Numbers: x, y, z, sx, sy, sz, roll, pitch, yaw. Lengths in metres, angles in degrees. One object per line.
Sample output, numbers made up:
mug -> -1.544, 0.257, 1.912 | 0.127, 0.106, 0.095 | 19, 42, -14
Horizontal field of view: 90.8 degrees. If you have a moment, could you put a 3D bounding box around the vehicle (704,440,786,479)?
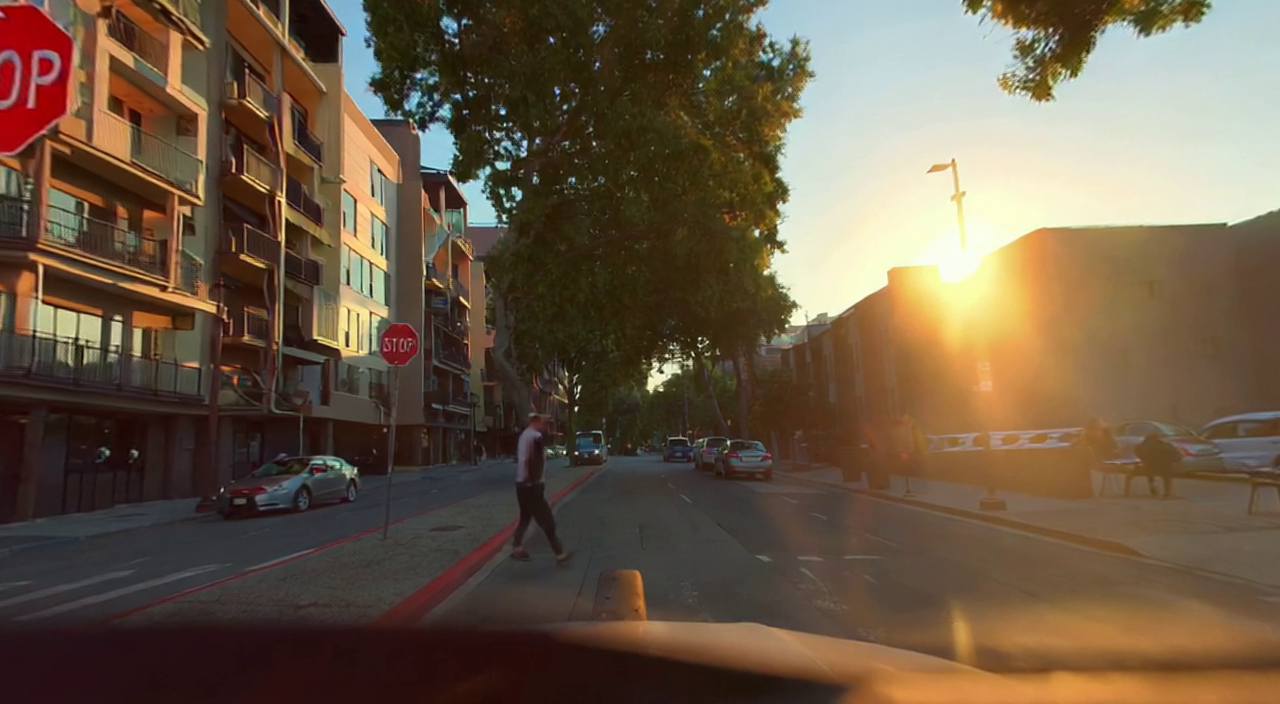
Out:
vehicle -> 4.590, 4.565, 27.113 | 1.858, 1.491, 4.329 | -5, -10, 33

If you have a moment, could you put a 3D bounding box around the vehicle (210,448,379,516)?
vehicle -> -8.799, 3.305, 16.638 | 2.007, 1.503, 4.343 | 0, -8, -1

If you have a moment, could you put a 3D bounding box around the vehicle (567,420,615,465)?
vehicle -> -2.994, 5.767, 40.218 | 2.317, 2.596, 6.053 | 0, -8, 3

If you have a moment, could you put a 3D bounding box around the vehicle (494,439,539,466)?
vehicle -> -8.853, 7.253, 45.733 | 2.256, 1.802, 4.333 | 0, -8, 2
